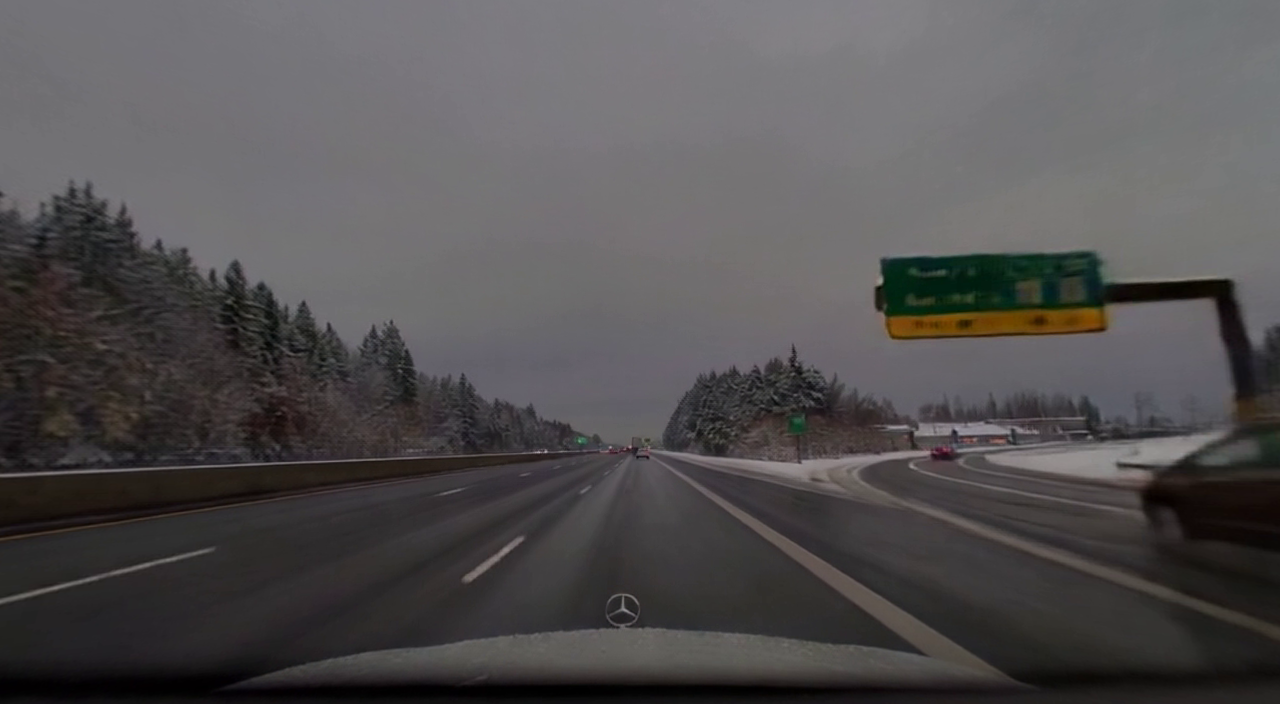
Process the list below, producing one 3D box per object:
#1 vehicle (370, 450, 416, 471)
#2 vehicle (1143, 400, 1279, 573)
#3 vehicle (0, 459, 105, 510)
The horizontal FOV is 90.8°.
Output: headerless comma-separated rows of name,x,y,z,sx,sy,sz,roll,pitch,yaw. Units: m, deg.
vehicle,-18.960,8.365,48.668,1.870,1.499,4.295,0,-9,-1
vehicle,7.419,1.267,5.781,2.096,1.712,4.697,-1,-9,6
vehicle,-20.784,4.355,20.995,1.870,1.488,4.715,0,-9,-1
